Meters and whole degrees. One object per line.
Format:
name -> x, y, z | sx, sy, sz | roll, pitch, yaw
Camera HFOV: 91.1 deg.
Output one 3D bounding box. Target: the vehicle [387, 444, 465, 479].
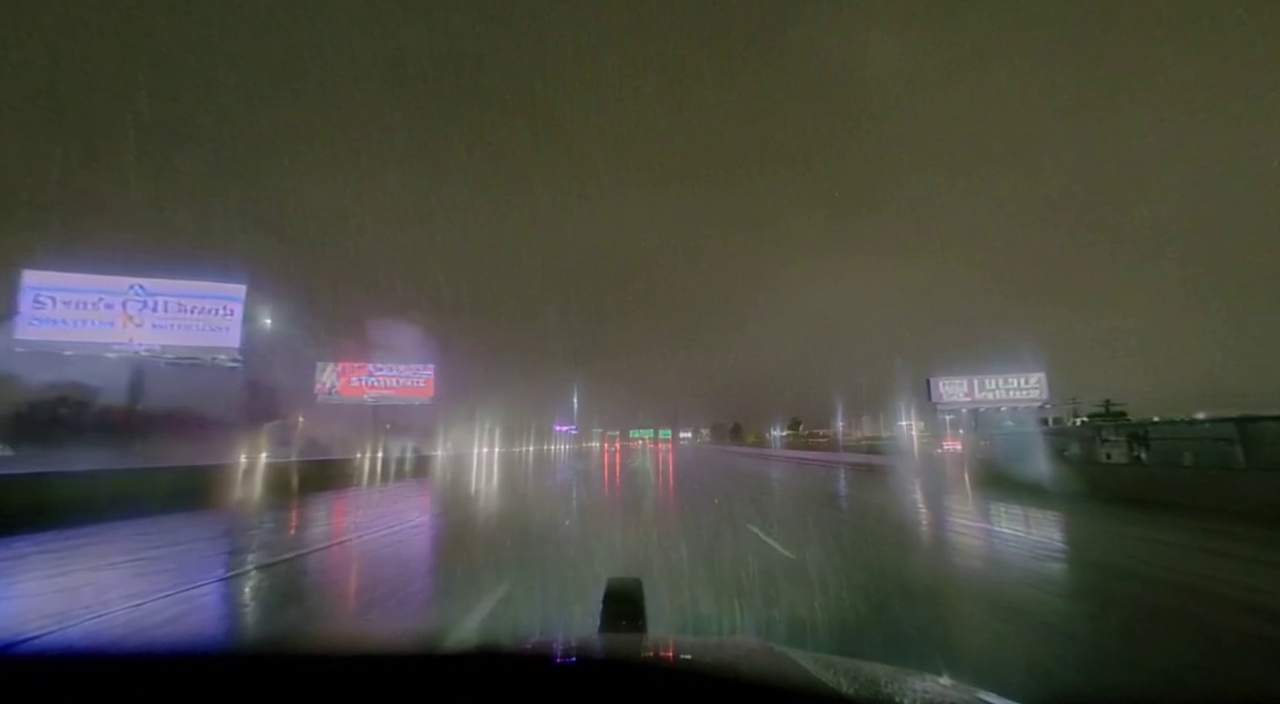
vehicle -> -9.798, 5.028, 29.136 | 1.974, 1.513, 4.584 | 0, -9, 0
